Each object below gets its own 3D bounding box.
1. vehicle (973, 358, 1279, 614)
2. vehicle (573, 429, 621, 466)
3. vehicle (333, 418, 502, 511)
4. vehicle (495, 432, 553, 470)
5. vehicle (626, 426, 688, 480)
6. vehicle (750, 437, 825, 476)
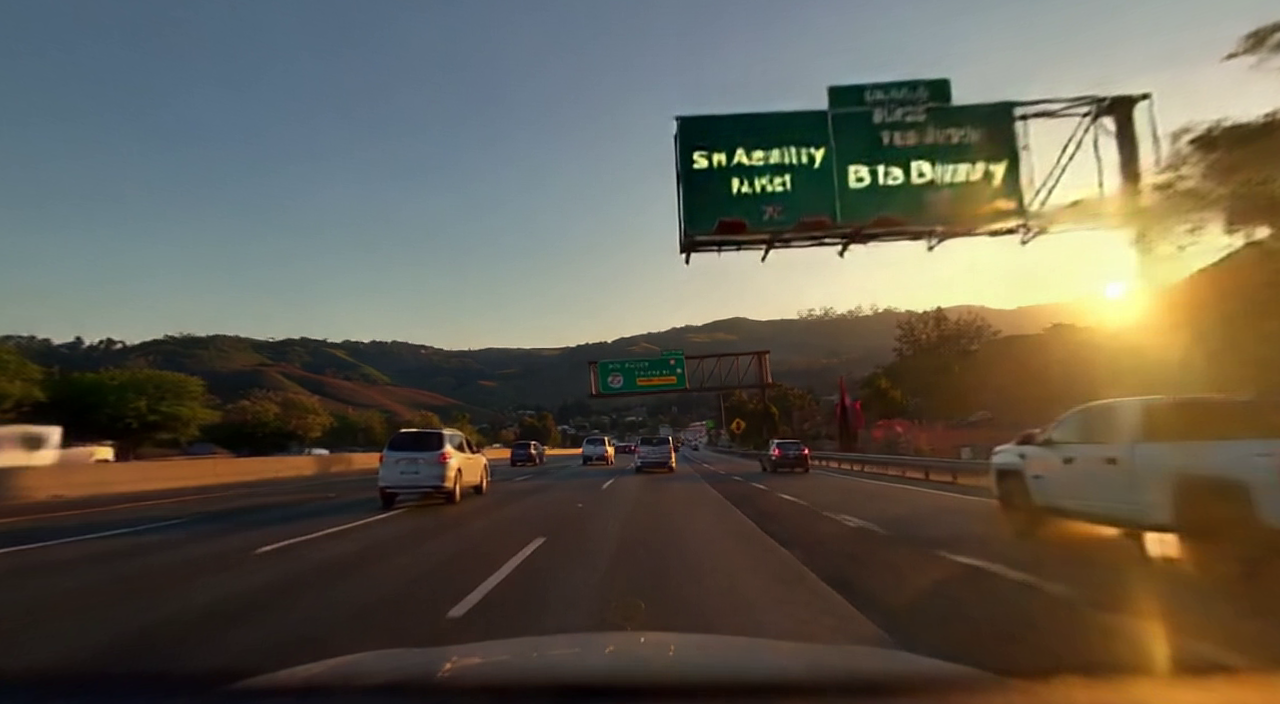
[{"bbox_3d":[5.682,1.227,6.310,2.029,1.859,4.669,0,-8,-1],"label":"vehicle"},{"bbox_3d":[-2.440,5.688,37.641,2.316,1.999,5.765,-1,-8,2],"label":"vehicle"},{"bbox_3d":[-4.897,2.569,14.879,2.160,1.799,5.001,0,-8,0],"label":"vehicle"},{"bbox_3d":[-6.010,5.169,33.176,2.036,1.813,4.564,-1,-8,2],"label":"vehicle"},{"bbox_3d":[0.604,3.684,23.160,2.052,1.808,3.898,0,-8,1],"label":"vehicle"},{"bbox_3d":[5.977,4.275,26.088,1.998,1.456,4.338,0,-8,0],"label":"vehicle"}]
